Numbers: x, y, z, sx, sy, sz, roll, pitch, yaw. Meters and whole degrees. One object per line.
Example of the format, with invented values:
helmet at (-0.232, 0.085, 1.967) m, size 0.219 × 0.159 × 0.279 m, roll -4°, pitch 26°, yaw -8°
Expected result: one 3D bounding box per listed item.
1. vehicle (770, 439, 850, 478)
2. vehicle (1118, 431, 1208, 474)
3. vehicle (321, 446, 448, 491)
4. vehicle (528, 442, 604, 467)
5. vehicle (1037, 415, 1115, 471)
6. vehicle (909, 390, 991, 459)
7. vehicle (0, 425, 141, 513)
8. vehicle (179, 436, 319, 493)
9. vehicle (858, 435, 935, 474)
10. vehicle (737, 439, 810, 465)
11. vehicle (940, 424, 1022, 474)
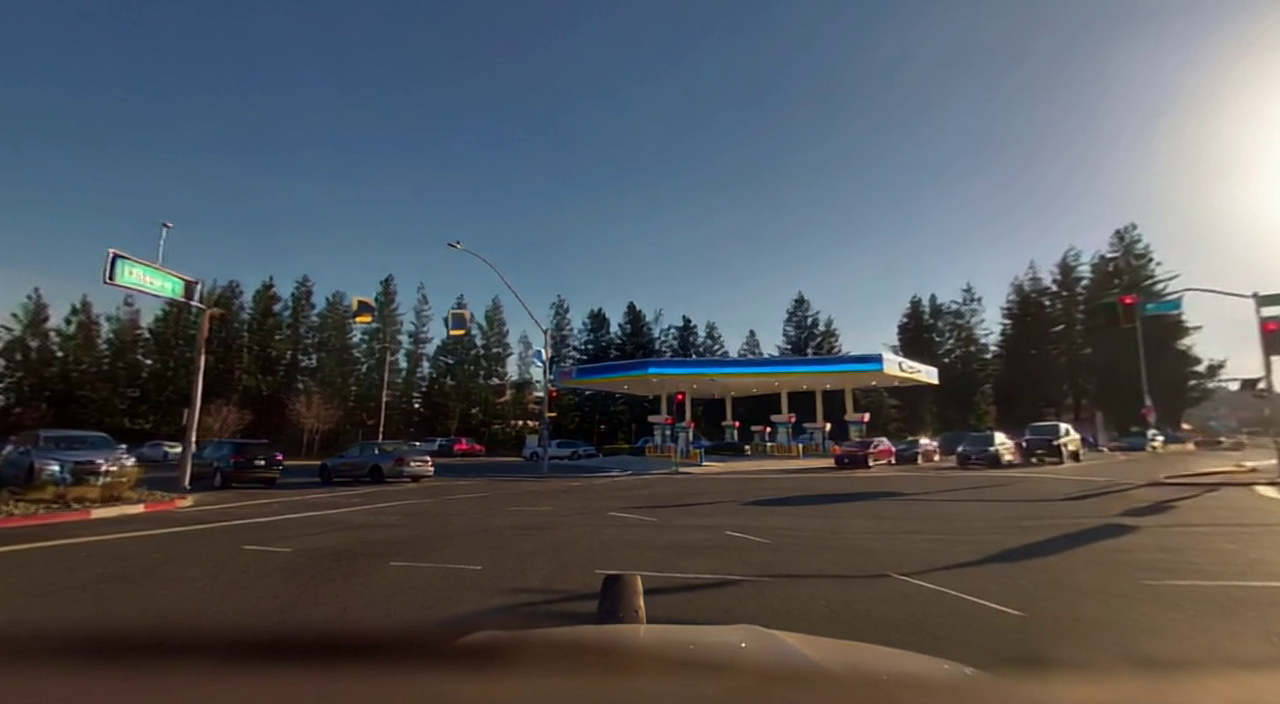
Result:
vehicle at (8.075, 4.991, 29.720) m, size 2.210 × 1.565 × 4.588 m, roll -9°, pitch -12°, yaw 31°
vehicle at (21.511, 4.092, 26.177) m, size 2.226 × 1.562 × 4.422 m, roll -6°, pitch -9°, yaw 32°
vehicle at (-9.289, 4.145, 22.890) m, size 4.581 × 1.460 × 1.965 m, roll -6°, pitch -10°, yaw 34°
vehicle at (-5.168, 7.147, 44.325) m, size 5.020 × 1.660 × 1.819 m, roll 4°, pitch -10°, yaw -28°
vehicle at (19.807, 4.169, 28.895) m, size 2.486 × 2.240 × 5.933 m, roll -6°, pitch -10°, yaw 32°
vehicle at (23.785, 5.713, 47.846) m, size 3.322 × 4.512 × 13.942 m, roll -6°, pitch -10°, yaw 34°
vehicle at (-15.130, 2.972, 16.215) m, size 4.658 × 1.911 × 2.162 m, roll -7°, pitch -11°, yaw 34°
vehicle at (-13.513, 3.829, 21.775) m, size 4.616 × 1.733 × 2.351 m, roll -6°, pitch -11°, yaw 35°
vehicle at (11.515, 4.575, 28.189) m, size 2.210 × 1.542 × 4.501 m, roll -8°, pitch -11°, yaw 32°
vehicle at (9.672, 7.305, 46.145) m, size 4.869 × 1.751 × 1.930 m, roll -8°, pitch -12°, yaw 44°
vehicle at (14.782, 4.160, 27.156) m, size 2.517 × 1.875 × 5.774 m, roll -6°, pitch -10°, yaw 32°
